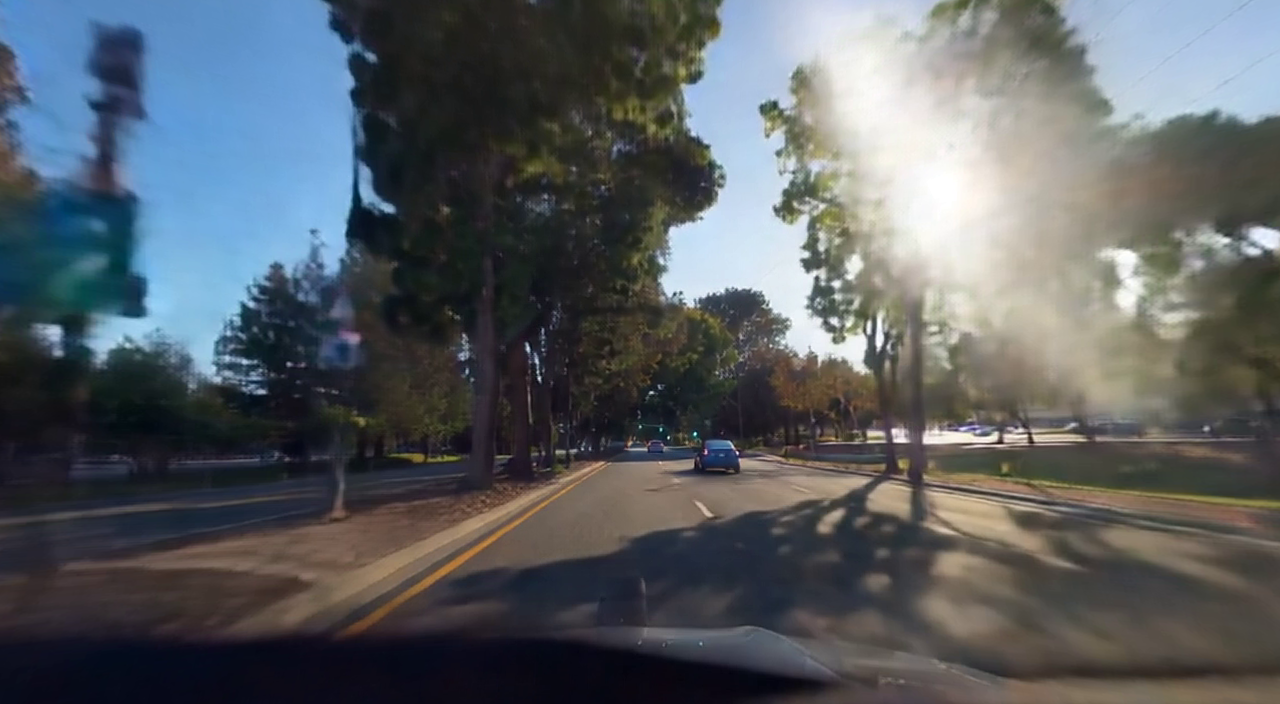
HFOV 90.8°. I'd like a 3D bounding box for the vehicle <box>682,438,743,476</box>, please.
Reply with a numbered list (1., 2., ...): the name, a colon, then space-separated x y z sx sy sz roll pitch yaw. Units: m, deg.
1. vehicle: 3.053 4.516 27.364 2.056 1.483 4.091 0 -8 -1
